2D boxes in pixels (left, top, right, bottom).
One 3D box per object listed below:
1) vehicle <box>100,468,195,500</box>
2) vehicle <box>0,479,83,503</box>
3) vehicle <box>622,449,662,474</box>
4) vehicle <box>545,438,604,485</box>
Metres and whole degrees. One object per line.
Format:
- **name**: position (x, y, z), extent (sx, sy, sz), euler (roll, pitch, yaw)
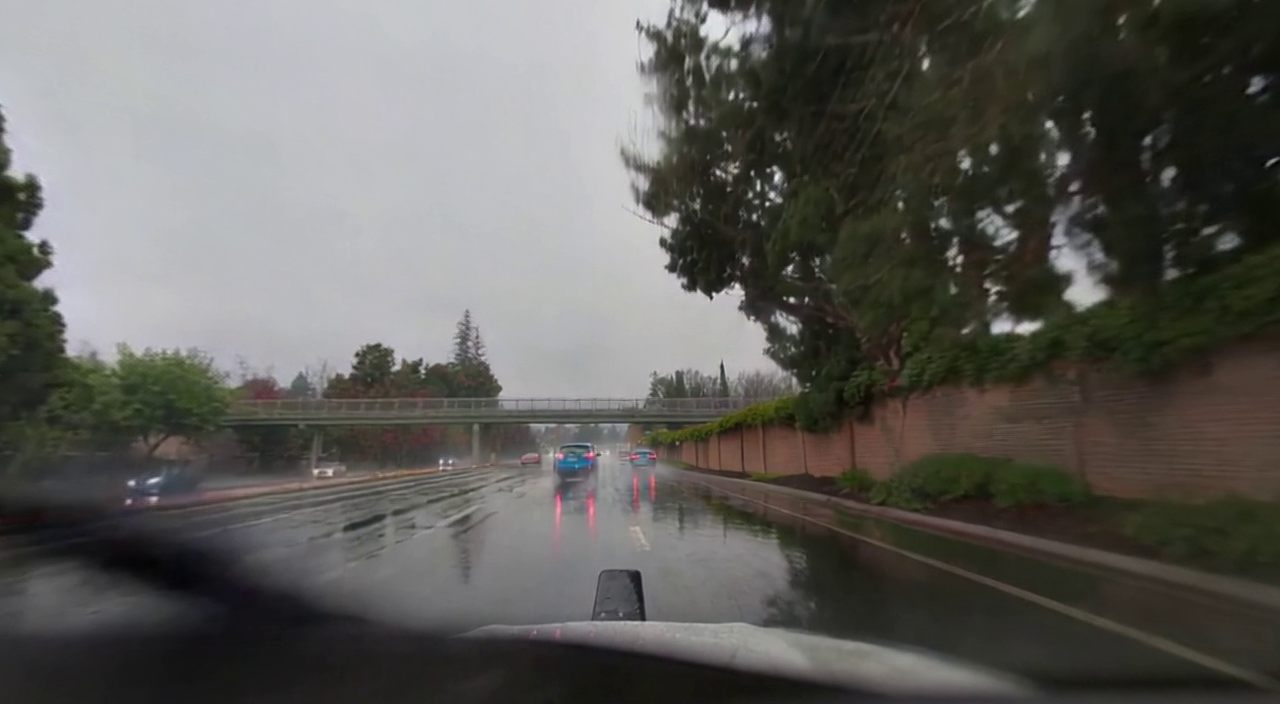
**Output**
- **vehicle**: position (-28.000, 7.477, 36.135), extent (1.965, 1.511, 4.498), euler (1, -9, -4)
- **vehicle**: position (-41.751, 9.640, 44.028), extent (3.993, 1.486, 1.714), euler (1, -9, -7)
- **vehicle**: position (0.058, 6.914, 40.141), extent (2.205, 1.509, 4.272), euler (1, -9, -4)
- **vehicle**: position (-2.614, 4.496, 26.239), extent (2.223, 1.771, 4.581), euler (1, -9, -4)
